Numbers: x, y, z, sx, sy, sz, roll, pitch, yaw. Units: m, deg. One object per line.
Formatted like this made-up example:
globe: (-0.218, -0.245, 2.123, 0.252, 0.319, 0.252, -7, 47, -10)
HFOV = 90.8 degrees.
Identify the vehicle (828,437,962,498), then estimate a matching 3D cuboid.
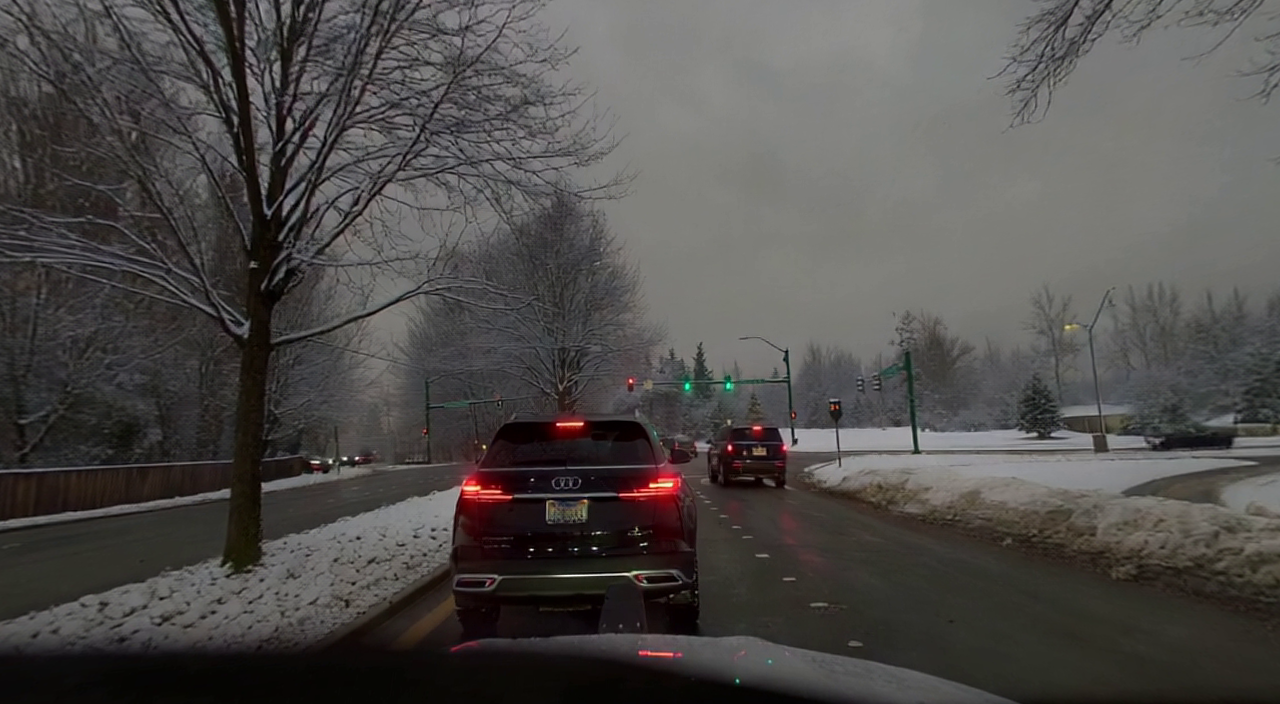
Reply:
vehicle: (6.958, 3.189, 17.815, 1.890, 1.489, 4.415, 0, -9, -1)

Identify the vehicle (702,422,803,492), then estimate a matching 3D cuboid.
vehicle: (3.361, 3.274, 19.941, 2.200, 1.909, 4.853, 0, -9, -1)

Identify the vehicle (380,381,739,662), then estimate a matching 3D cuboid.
vehicle: (-0.435, 1.351, 6.093, 2.201, 1.709, 4.271, 0, -9, 2)

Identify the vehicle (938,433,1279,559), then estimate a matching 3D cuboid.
vehicle: (6.595, 2.010, 9.638, 1.894, 1.445, 4.565, 0, -9, 0)
